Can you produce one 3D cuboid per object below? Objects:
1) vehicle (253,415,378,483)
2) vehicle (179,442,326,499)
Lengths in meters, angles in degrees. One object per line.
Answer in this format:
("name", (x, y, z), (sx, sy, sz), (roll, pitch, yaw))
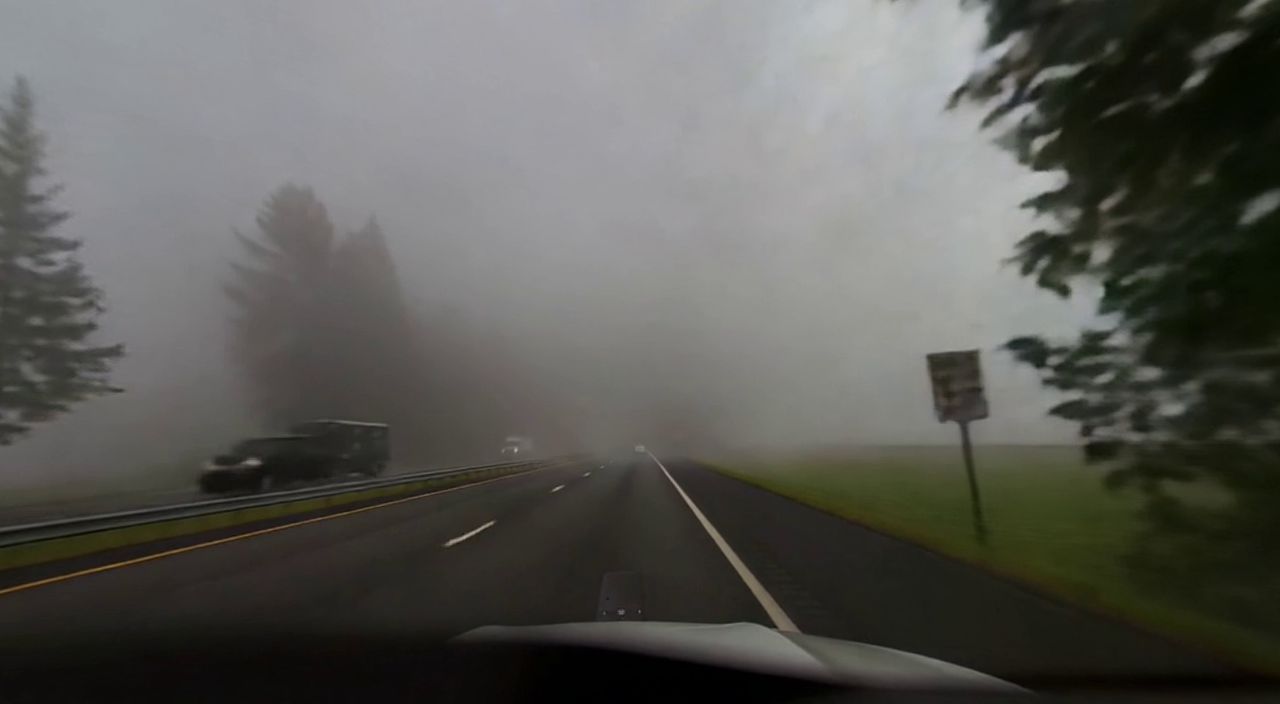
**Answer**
("vehicle", (-16.594, 5.083, 33.010), (2.573, 3.131, 7.517), (0, -9, -1))
("vehicle", (-12.242, 3.744, 20.346), (1.903, 1.592, 4.451), (0, -9, 0))
